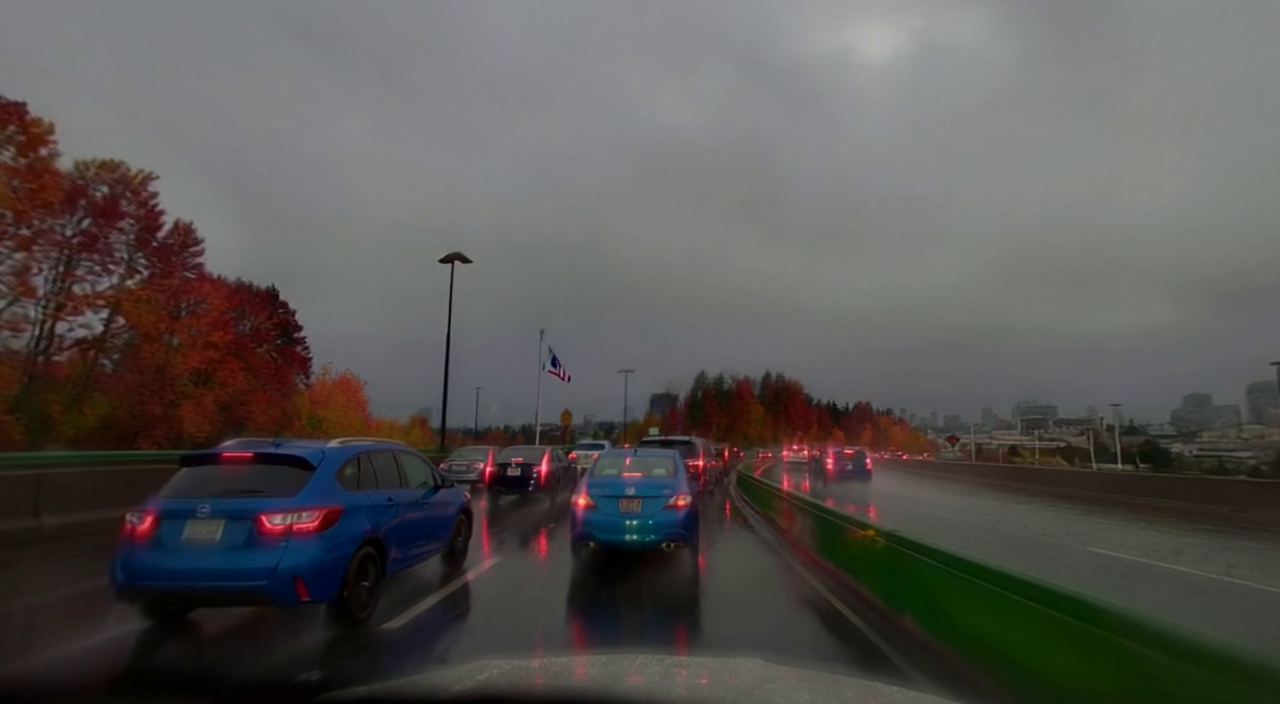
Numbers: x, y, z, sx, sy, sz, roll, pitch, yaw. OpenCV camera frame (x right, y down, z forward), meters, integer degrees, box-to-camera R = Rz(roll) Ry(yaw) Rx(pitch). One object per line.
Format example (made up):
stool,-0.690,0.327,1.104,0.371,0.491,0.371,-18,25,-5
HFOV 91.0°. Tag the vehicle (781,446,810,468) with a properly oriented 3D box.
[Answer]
vehicle,11.651,7.902,47.496,1.944,1.544,4.301,-1,-9,12

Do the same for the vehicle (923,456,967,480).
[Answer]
vehicle,23.066,8.747,47.827,1.946,1.649,4.326,-1,-9,12

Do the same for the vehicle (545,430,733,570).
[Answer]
vehicle,0.113,1.971,9.210,2.090,1.506,4.276,0,-9,3

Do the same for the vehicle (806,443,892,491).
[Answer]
vehicle,7.792,4.294,23.947,2.011,1.610,4.568,0,-9,4

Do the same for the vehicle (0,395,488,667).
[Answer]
vehicle,-3.088,1.414,6.080,1.988,1.635,4.260,0,-9,3
